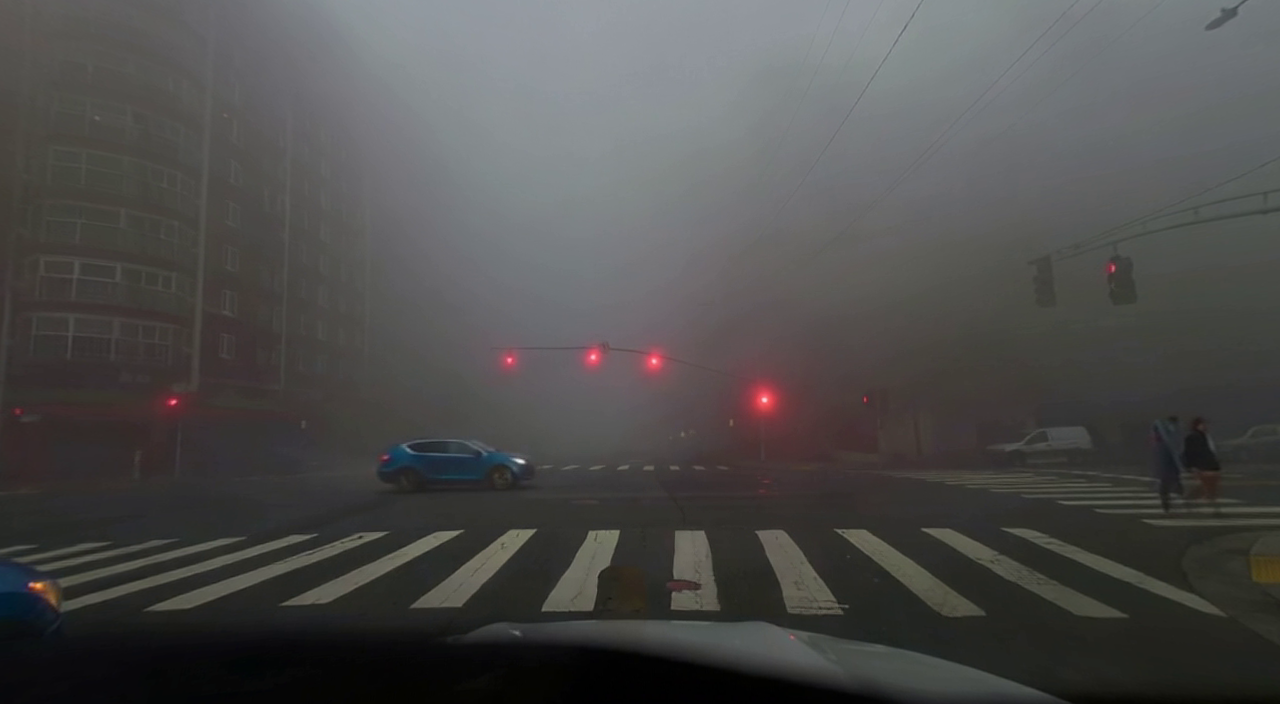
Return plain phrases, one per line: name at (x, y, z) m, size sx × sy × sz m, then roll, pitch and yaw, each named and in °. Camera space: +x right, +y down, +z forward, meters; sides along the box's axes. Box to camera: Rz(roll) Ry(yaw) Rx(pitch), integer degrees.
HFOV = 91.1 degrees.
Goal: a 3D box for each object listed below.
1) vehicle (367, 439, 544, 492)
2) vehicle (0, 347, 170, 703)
vehicle at (-5.284, 3.305, 18.449) m, size 4.551 × 1.454 × 1.941 m, roll 0°, pitch -8°, yaw 1°
vehicle at (-3.632, 0.616, 1.062) m, size 2.109 × 1.692 × 4.587 m, roll 0°, pitch -8°, yaw 0°
